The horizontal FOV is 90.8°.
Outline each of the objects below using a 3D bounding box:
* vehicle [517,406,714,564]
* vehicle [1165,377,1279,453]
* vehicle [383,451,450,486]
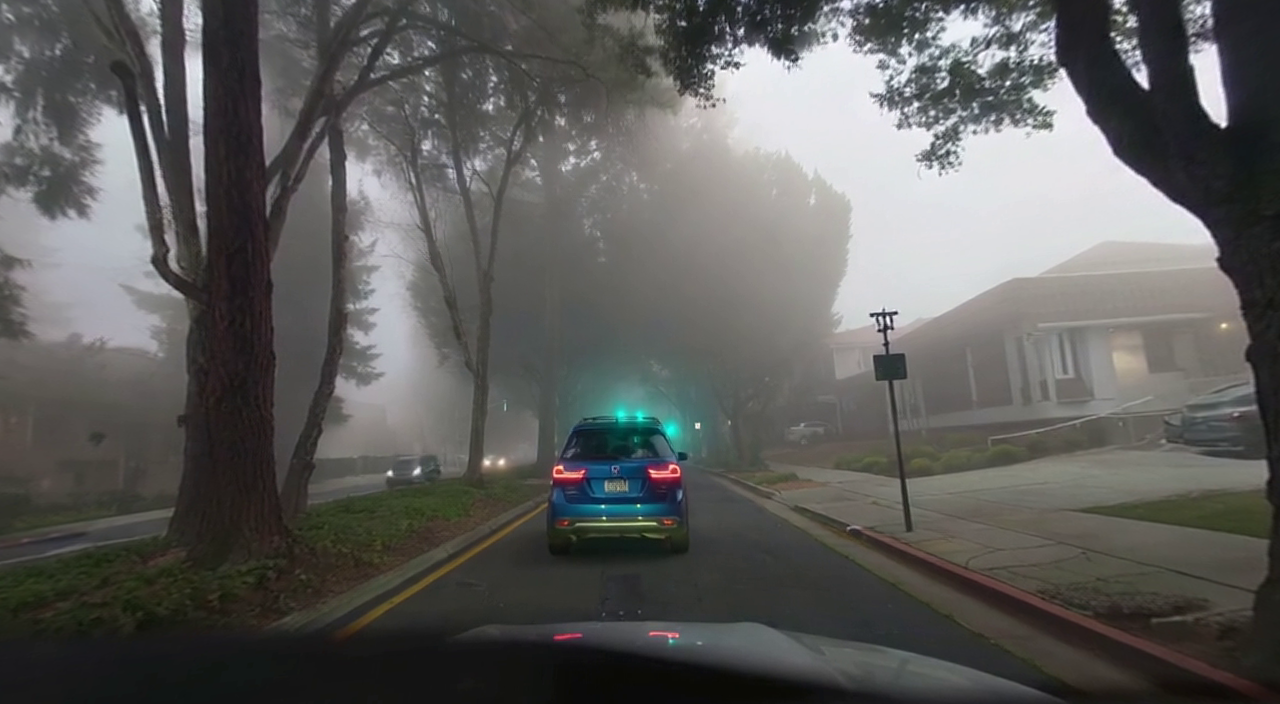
[{"bbox_3d":[-0.254,1.748,8.917,2.136,1.703,3.910,0,-8,0],"label":"vehicle"},{"bbox_3d":[13.893,1.318,13.051,4.270,1.486,2.042,-5,-10,29],"label":"vehicle"},{"bbox_3d":[-12.244,6.368,34.904,1.971,1.718,4.539,0,-8,1],"label":"vehicle"}]
